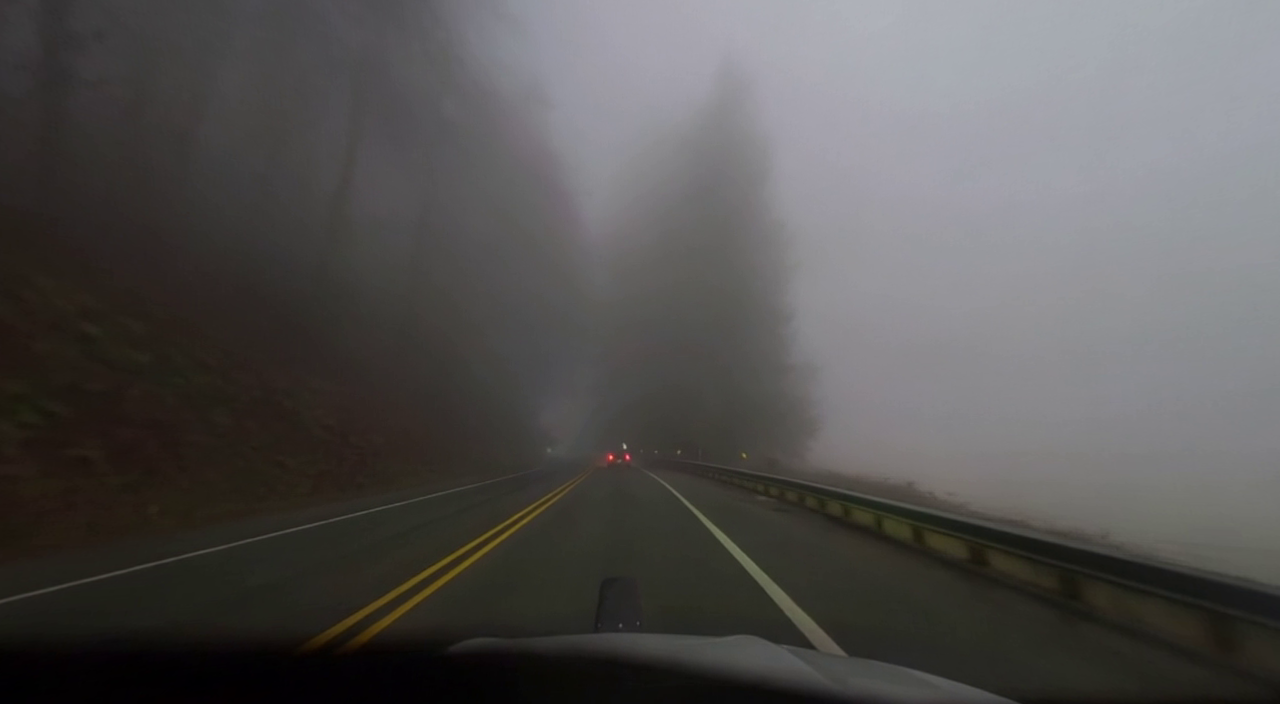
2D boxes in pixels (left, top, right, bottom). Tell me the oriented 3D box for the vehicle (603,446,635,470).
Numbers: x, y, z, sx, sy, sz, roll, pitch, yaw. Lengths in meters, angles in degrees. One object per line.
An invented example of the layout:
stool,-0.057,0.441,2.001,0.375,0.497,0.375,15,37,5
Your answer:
vehicle,-1.387,6.991,41.752,2.042,1.489,3.963,0,-9,-2
